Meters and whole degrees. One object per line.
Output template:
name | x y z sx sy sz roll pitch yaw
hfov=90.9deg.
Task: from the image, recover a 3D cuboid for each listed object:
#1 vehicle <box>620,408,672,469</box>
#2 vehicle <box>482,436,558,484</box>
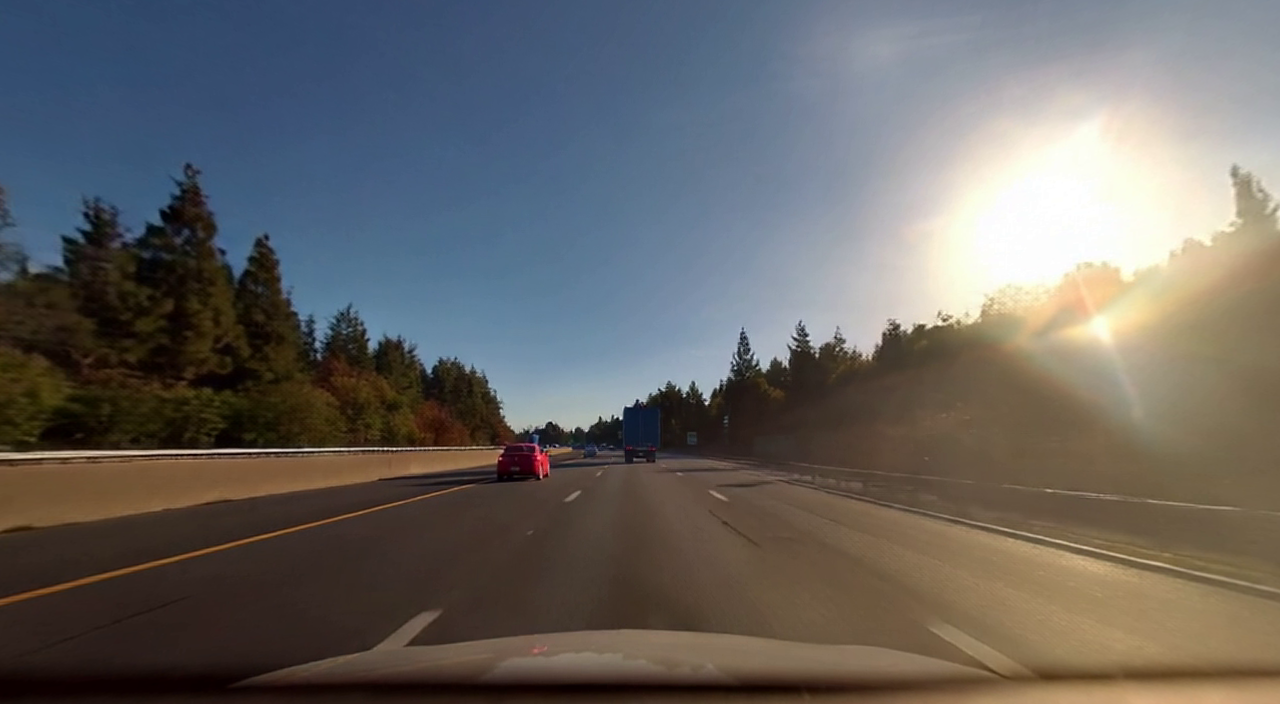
vehicle | 0.231 5.865 42.224 2.893 3.628 9.081 0 -9 -3
vehicle | -4.280 3.920 23.047 1.977 1.602 3.944 0 -9 0
